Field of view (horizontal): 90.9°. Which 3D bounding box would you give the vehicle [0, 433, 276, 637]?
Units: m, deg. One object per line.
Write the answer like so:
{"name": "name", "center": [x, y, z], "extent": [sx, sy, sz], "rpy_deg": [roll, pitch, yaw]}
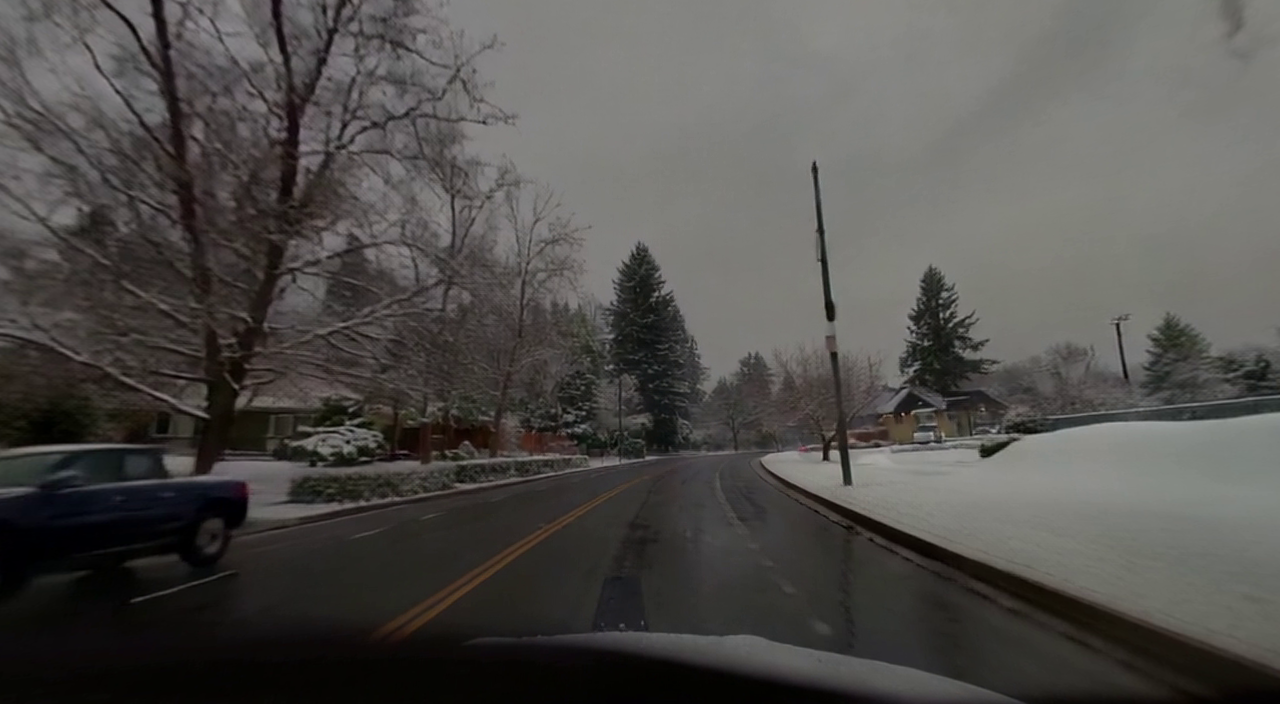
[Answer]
{"name": "vehicle", "center": [-6.112, 1.655, 6.219], "extent": [2.002, 1.601, 5.012], "rpy_deg": [-2, -7, 1]}
